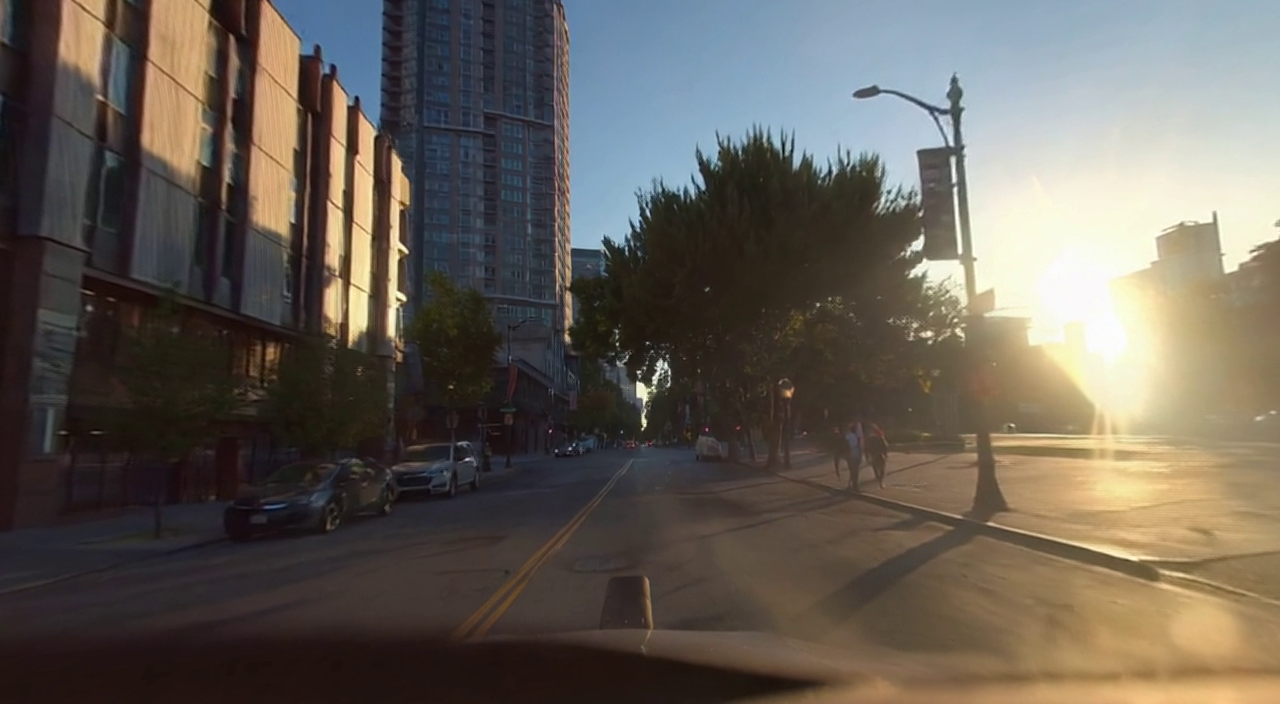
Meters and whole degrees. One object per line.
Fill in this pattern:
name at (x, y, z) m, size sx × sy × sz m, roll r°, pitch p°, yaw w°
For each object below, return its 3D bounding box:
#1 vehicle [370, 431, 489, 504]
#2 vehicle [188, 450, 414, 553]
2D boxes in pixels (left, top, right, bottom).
vehicle at (-6.528, 3.616, 20.192) m, size 2.273 × 1.871 × 4.920 m, roll -4°, pitch -8°, yaw -2°
vehicle at (-6.718, 2.942, 13.308) m, size 2.270 × 1.539 × 4.855 m, roll -4°, pitch -8°, yaw -2°
